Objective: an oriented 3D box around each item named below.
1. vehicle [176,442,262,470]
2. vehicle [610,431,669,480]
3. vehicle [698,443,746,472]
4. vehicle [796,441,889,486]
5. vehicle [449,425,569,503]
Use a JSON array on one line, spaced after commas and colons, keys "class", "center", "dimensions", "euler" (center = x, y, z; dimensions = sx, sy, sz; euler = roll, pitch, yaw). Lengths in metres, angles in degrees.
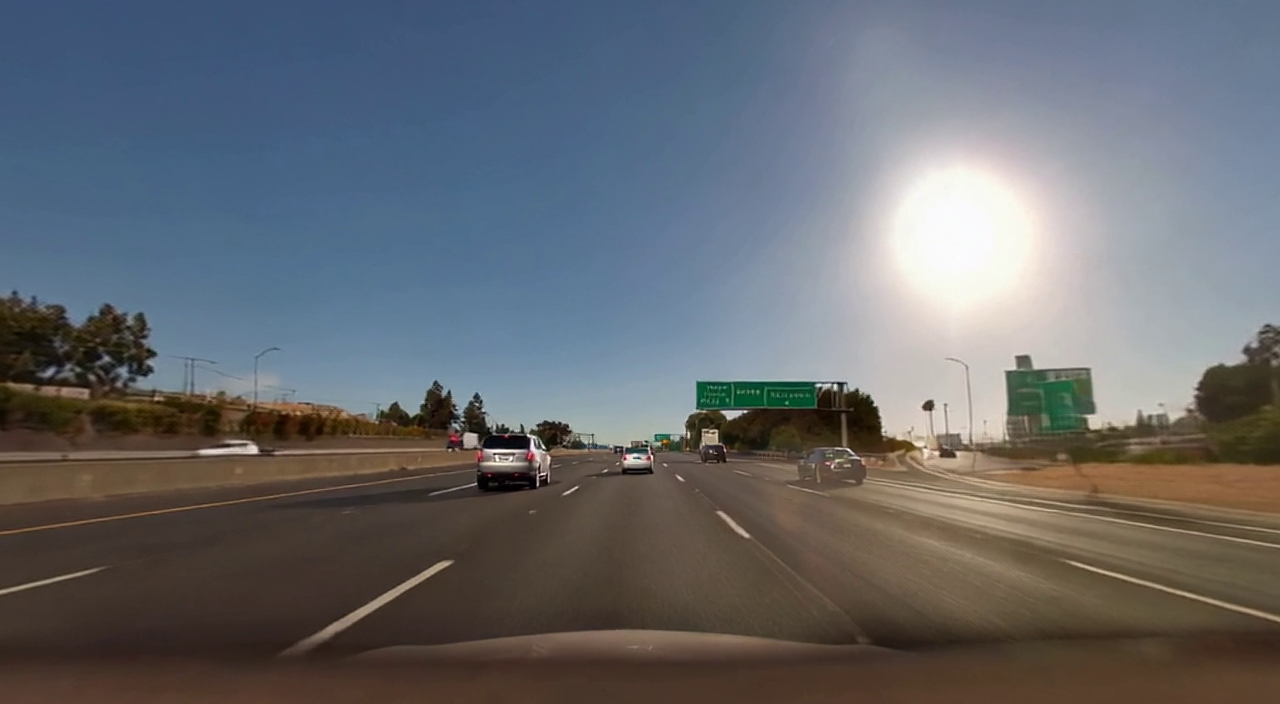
[{"class": "vehicle", "center": [-26.066, 6.427, 39.226], "dimensions": [1.954, 1.612, 4.596], "euler": [-1, -9, 4]}, {"class": "vehicle", "center": [-0.009, 4.371, 26.859], "dimensions": [2.270, 1.862, 4.949], "euler": [0, -9, 1]}, {"class": "vehicle", "center": [4.316, 5.603, 33.690], "dimensions": [2.005, 1.456, 4.287], "euler": [0, -9, 0]}, {"class": "vehicle", "center": [7.288, 4.035, 23.169], "dimensions": [1.936, 1.480, 4.373], "euler": [0, -9, 0]}, {"class": "vehicle", "center": [-3.236, 2.878, 16.556], "dimensions": [2.142, 1.759, 4.297], "euler": [0, -9, 1]}]
